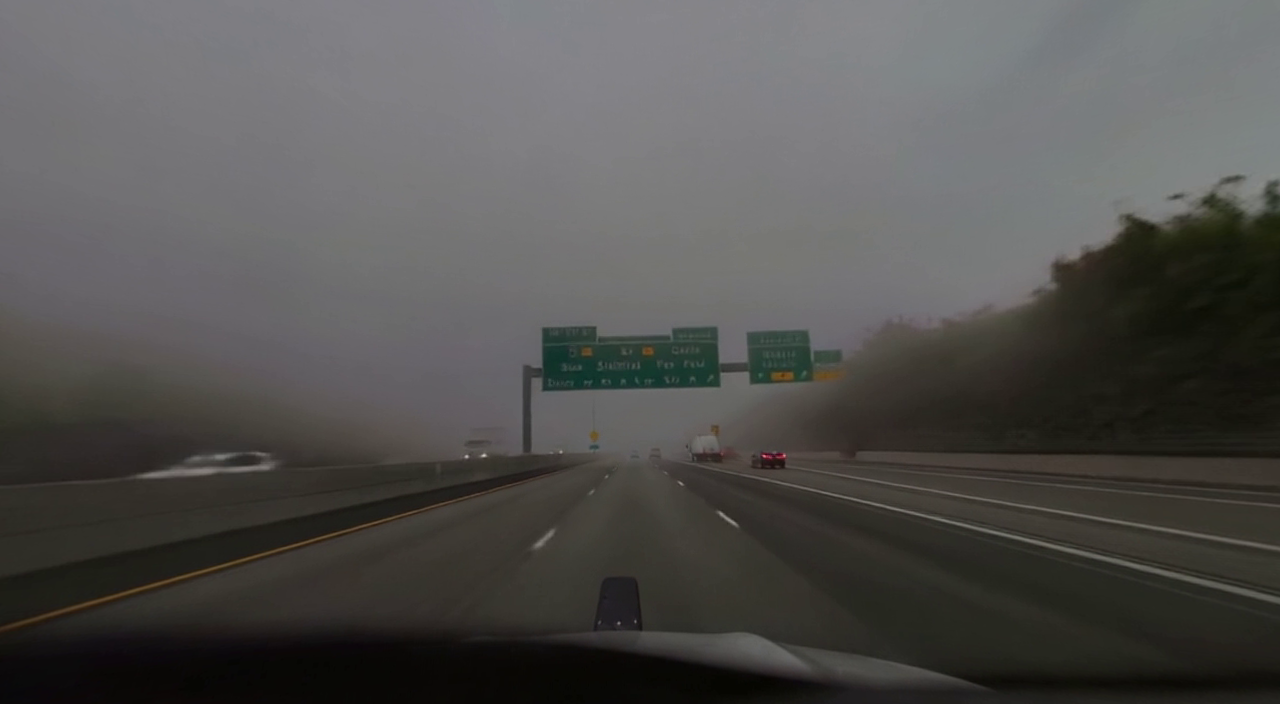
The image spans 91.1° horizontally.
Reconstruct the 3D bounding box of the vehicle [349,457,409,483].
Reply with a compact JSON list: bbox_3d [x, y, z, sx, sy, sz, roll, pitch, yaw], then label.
[{"bbox_3d":[-16.562,7.460,40.065,1.943,1.483,4.507,0,-9,-1],"label":"vehicle"}]

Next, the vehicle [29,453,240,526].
[{"bbox_3d":[-12.694,3.431,16.197,2.223,1.585,3.787,0,-9,0],"label":"vehicle"}]
